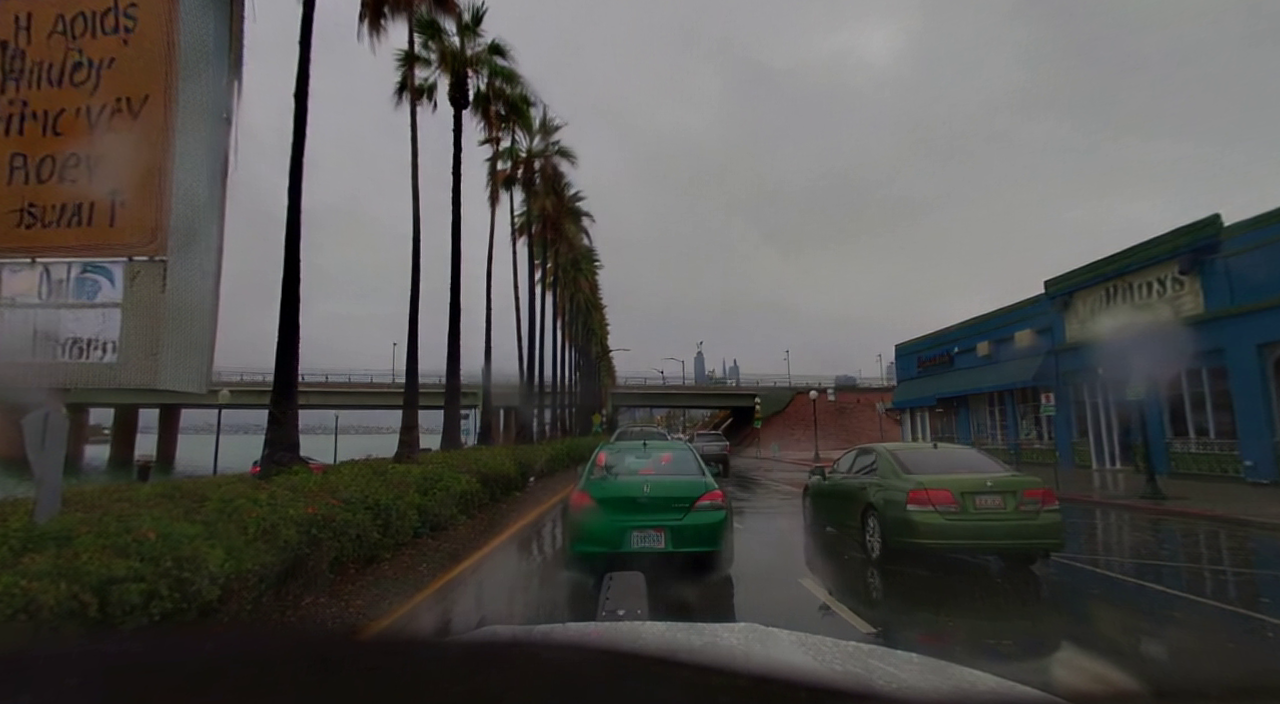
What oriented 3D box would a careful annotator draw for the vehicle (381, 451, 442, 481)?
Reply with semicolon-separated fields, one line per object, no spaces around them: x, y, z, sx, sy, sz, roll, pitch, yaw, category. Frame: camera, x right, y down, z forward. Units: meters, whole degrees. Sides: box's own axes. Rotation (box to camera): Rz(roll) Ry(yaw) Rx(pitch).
-14.950;7.466;41.653;2.104;1.802;4.852;-1;-8;2;vehicle

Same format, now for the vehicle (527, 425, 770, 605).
0.059;1.666;7.269;2.048;1.503;3.681;0;-9;0;vehicle

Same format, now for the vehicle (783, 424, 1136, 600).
3.264;1.709;7.707;1.920;1.490;4.417;0;-9;-1;vehicle
